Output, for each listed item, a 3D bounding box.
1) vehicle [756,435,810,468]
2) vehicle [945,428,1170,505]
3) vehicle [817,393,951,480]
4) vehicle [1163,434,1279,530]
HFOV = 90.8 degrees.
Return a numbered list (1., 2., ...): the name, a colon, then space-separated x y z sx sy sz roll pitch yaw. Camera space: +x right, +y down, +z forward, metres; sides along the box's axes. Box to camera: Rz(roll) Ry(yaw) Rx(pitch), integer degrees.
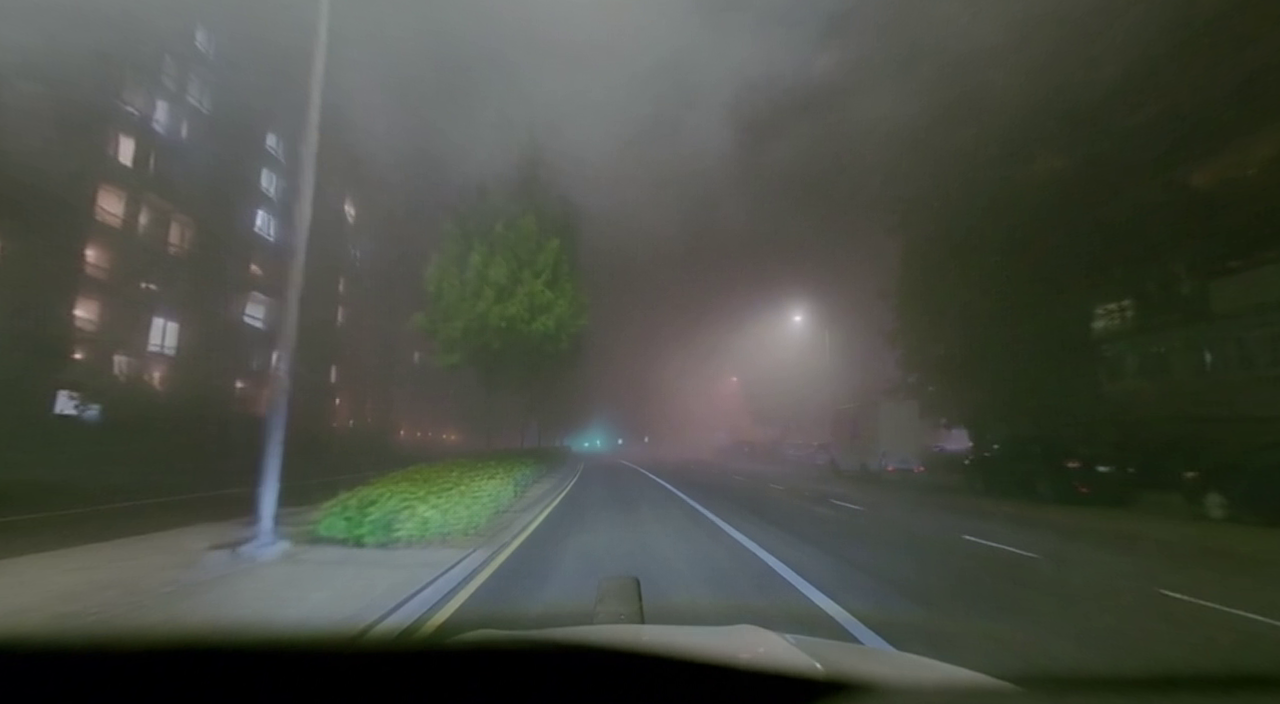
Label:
1. vehicle: 9.193 6.446 40.979 1.916 1.889 4.675 4 -9 -6
2. vehicle: 10.698 2.985 16.962 2.050 1.699 5.584 0 -9 -2
3. vehicle: 10.116 3.666 27.132 2.853 3.253 6.441 0 -9 -3
4. vehicle: 11.000 2.025 9.834 1.801 1.489 4.339 0 -9 -4
